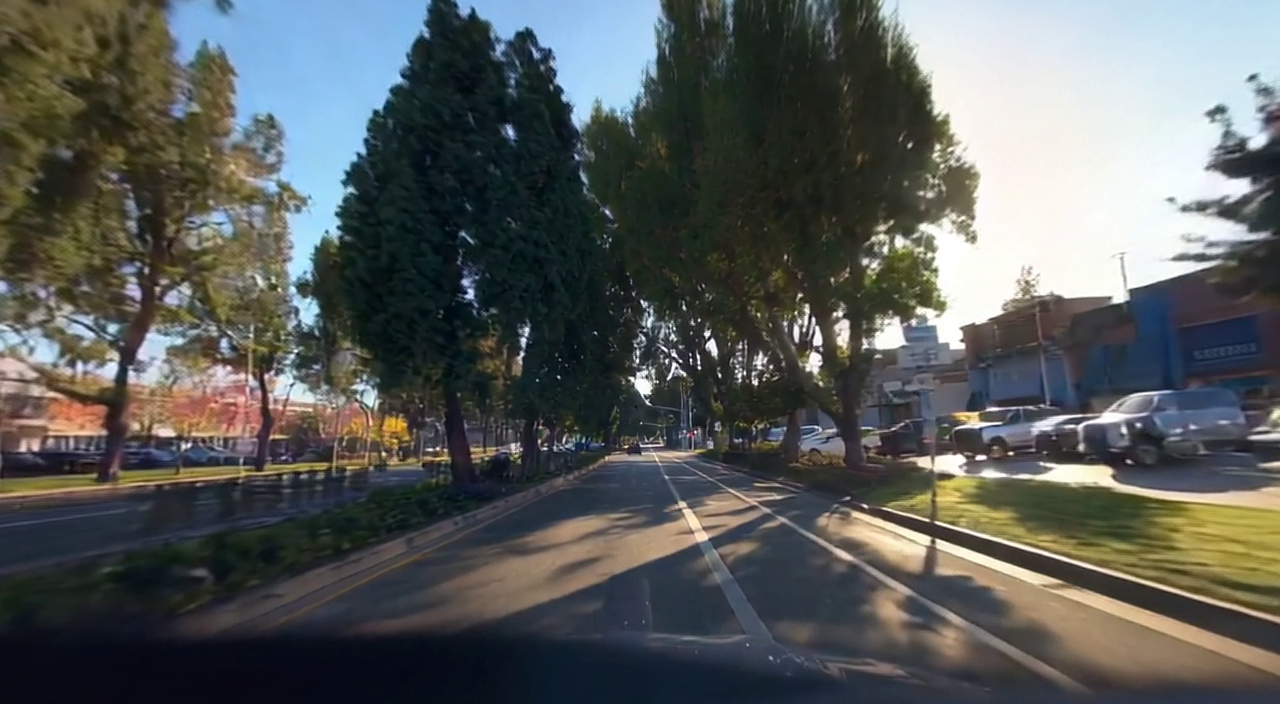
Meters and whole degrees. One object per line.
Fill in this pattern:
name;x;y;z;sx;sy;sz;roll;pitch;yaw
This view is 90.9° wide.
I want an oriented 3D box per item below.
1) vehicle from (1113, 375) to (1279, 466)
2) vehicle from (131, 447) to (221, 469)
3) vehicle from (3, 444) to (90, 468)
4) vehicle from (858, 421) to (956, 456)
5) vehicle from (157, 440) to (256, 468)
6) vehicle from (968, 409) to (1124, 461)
vehicle;12.779;1.428;12.845;4.469;1.709;2.098;0;-8;2
vehicle;-30.719;6.996;41.775;4.448;1.430;1.888;0;-8;1
vehicle;-43.999;7.731;46.815;4.359;1.748;1.976;0;-8;-1
vehicle;13.362;4.332;31.670;3.953;1.492;1.921;-3;-7;-1
vehicle;-30.722;7.251;44.796;5.435;1.920;2.245;0;-8;3
vehicle;12.934;2.667;20.247;3.686;1.428;1.802;-3;-7;0
